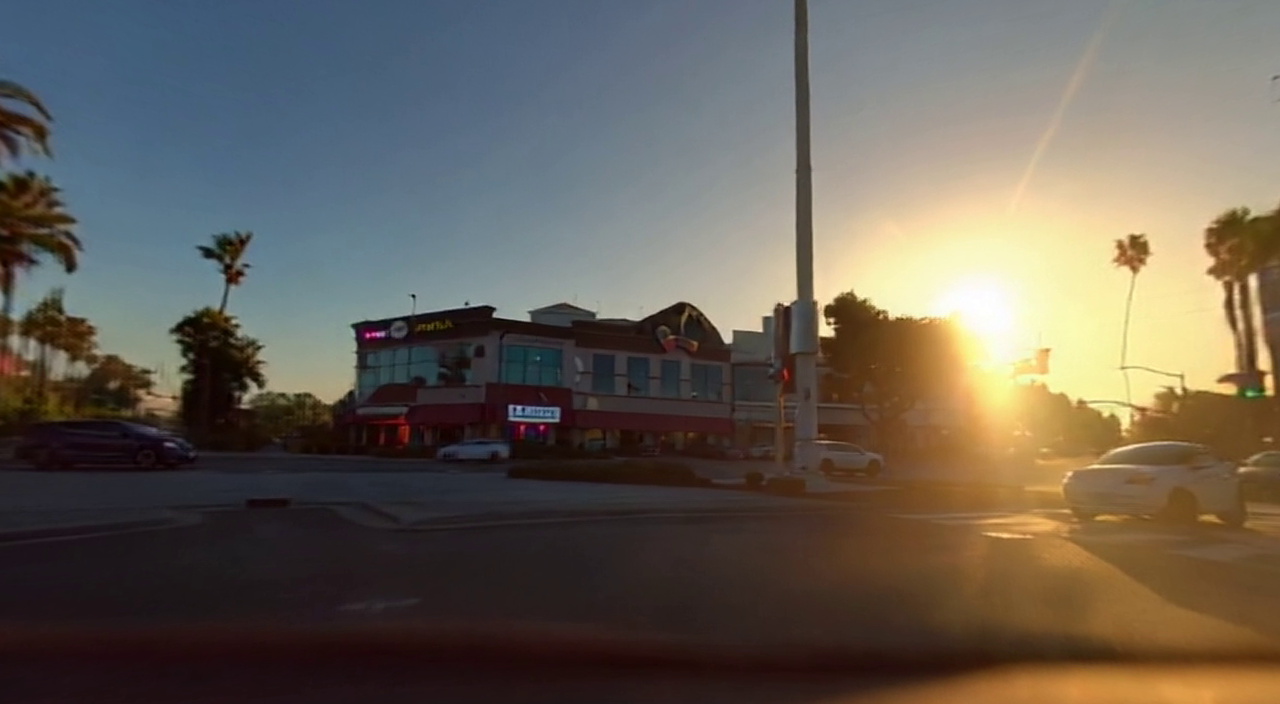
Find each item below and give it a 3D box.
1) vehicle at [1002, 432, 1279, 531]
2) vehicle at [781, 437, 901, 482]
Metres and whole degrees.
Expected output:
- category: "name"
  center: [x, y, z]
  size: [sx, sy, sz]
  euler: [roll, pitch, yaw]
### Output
- category: "vehicle"
  center: [9.706, 2.467, 12.609]
  size: [1.870, 1.611, 3.978]
  euler: [3, -9, -17]
- category: "vehicle"
  center: [8.342, 4.467, 26.369]
  size: [4.211, 1.756, 2.158]
  euler: [3, -9, -17]
